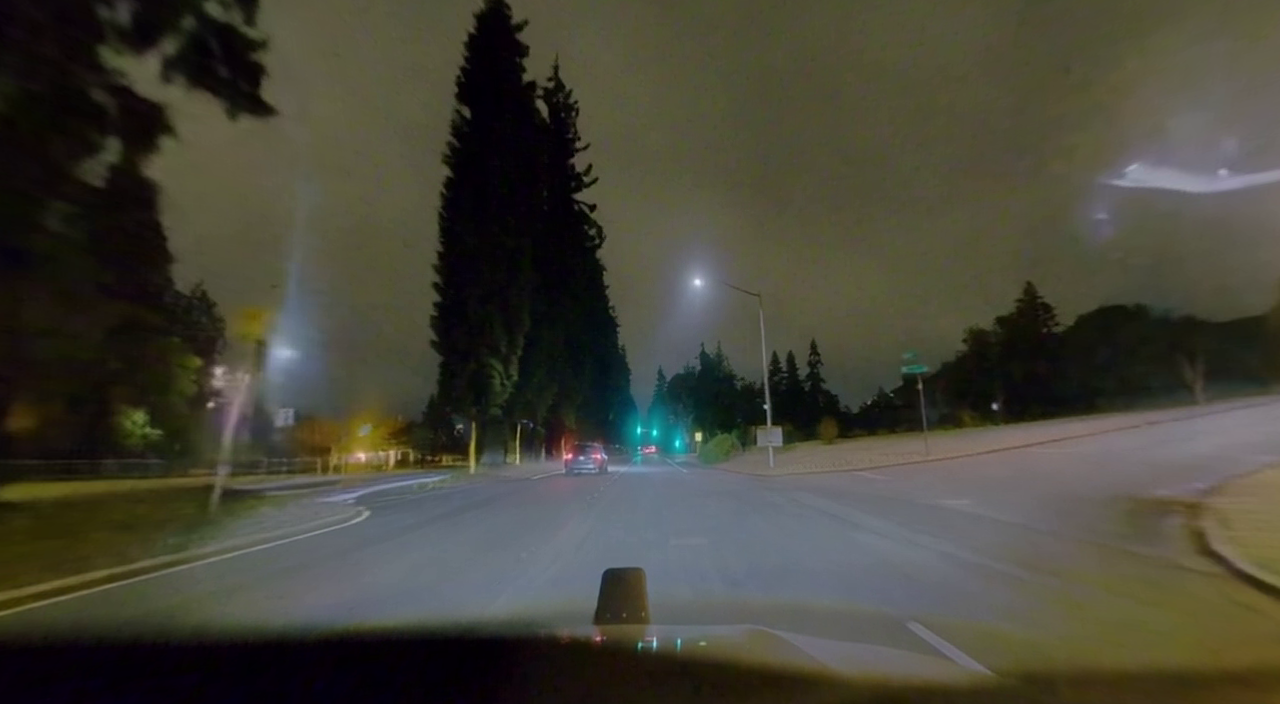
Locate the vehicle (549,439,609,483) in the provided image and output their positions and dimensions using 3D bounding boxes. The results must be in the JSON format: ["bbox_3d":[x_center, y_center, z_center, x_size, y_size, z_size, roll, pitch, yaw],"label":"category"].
[{"bbox_3d":[-2.498,4.607,26.859,2.016,1.694,4.335,0,-8,1],"label":"vehicle"}]
